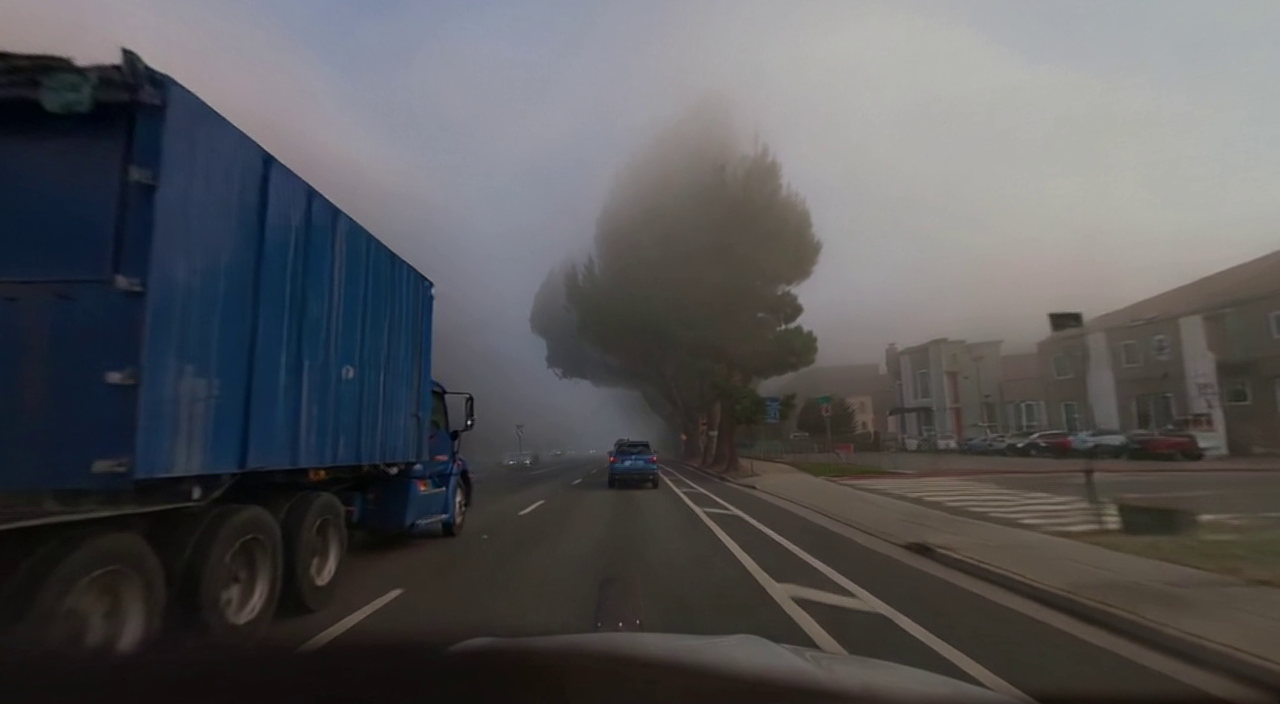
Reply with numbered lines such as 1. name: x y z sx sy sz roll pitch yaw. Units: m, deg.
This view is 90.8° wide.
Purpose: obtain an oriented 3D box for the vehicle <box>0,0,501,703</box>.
1. vehicle: -3.799 0.029 5.136 2.996 3.902 10.410 0 -9 0

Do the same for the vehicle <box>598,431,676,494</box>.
1. vehicle: -0.120 3.249 18.883 2.094 1.682 3.866 0 -9 -1
